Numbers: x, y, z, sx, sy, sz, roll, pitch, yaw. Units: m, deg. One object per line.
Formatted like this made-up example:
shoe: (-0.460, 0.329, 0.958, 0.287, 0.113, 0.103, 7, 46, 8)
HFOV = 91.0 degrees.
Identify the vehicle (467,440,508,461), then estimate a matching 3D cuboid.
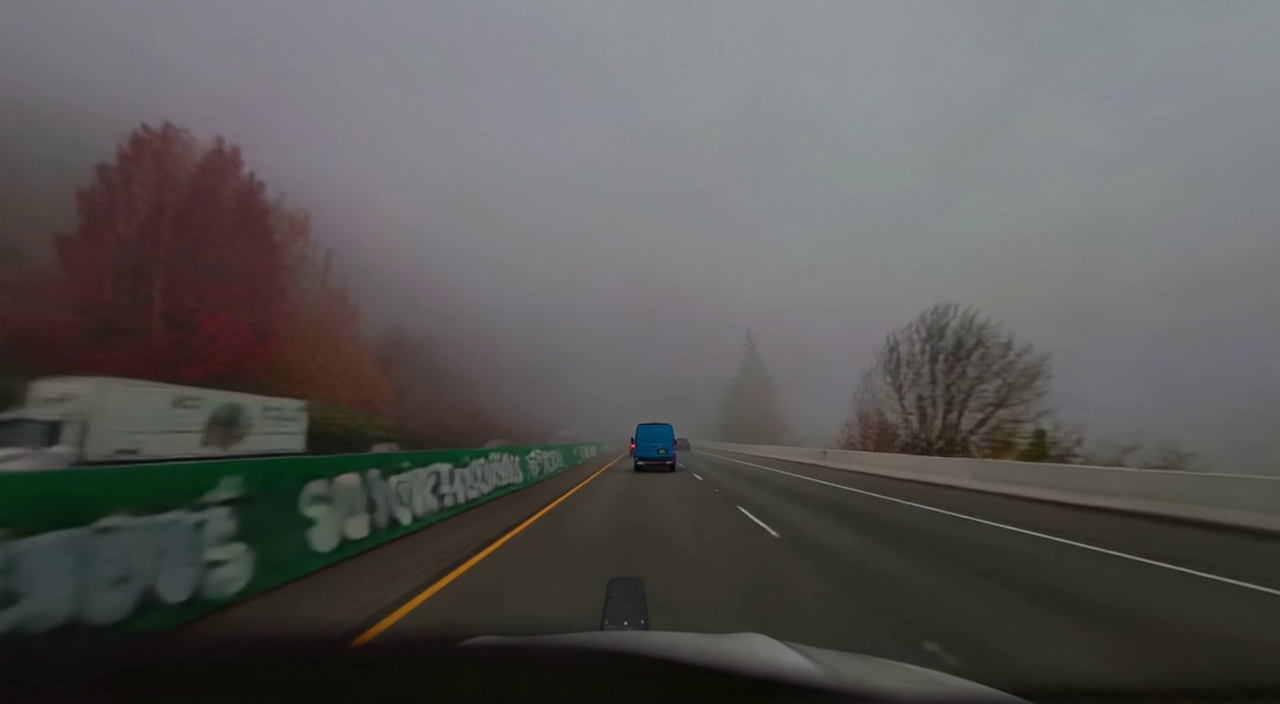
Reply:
vehicle: (-11.966, 7.744, 49.620, 1.956, 1.510, 4.329, 0, -8, 2)

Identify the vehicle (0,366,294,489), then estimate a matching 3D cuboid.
vehicle: (-21.014, 3.515, 28.064, 2.948, 4.094, 14.078, 0, -8, 1)

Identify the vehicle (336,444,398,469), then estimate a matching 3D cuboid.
vehicle: (-16.687, 6.391, 38.613, 1.826, 1.450, 4.080, 0, -8, 2)

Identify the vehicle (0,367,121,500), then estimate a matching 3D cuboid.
vehicle: (-21.032, 2.718, 20.939, 2.894, 4.043, 4.966, 1, -8, 1)

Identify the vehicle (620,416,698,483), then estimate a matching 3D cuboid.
vehicle: (0.544, 3.174, 20.618, 2.283, 1.956, 4.421, 0, -8, 0)
